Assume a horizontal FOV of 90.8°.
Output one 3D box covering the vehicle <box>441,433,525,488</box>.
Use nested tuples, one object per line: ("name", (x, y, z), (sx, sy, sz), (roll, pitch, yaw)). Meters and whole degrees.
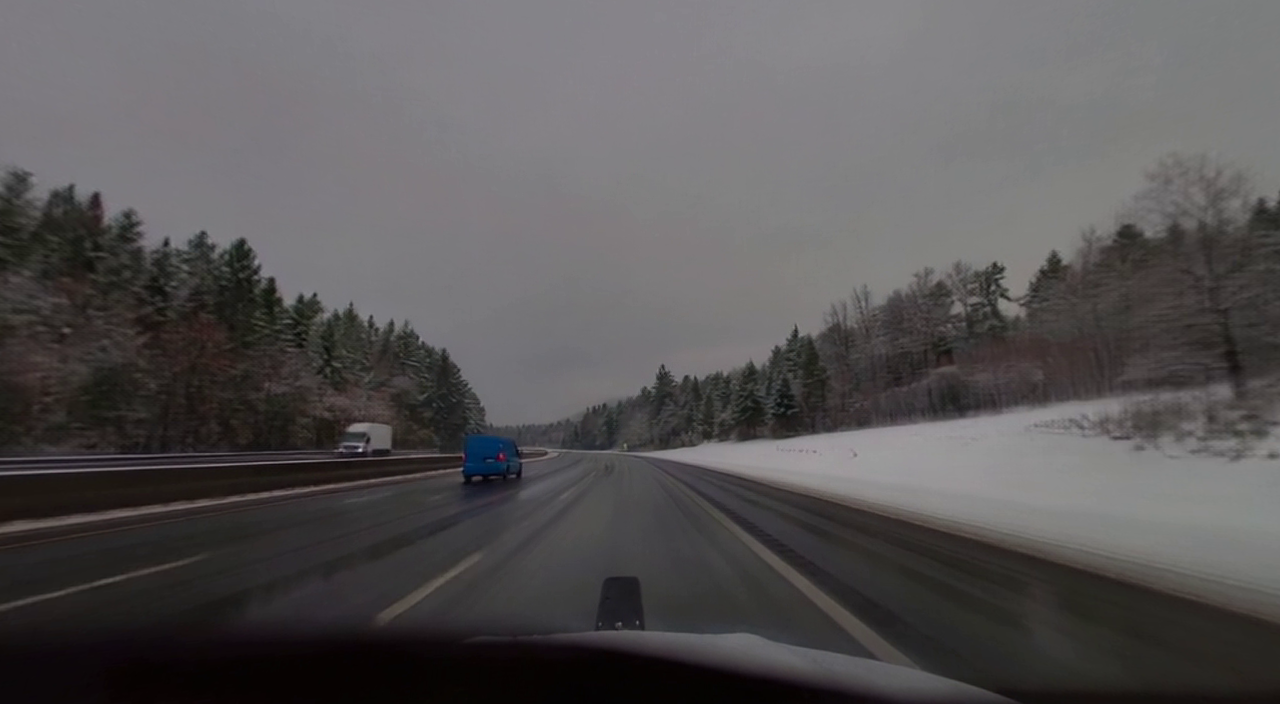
("vehicle", (-6.305, 4.435, 26.024), (2.197, 2.038, 4.919), (0, -9, 0))
